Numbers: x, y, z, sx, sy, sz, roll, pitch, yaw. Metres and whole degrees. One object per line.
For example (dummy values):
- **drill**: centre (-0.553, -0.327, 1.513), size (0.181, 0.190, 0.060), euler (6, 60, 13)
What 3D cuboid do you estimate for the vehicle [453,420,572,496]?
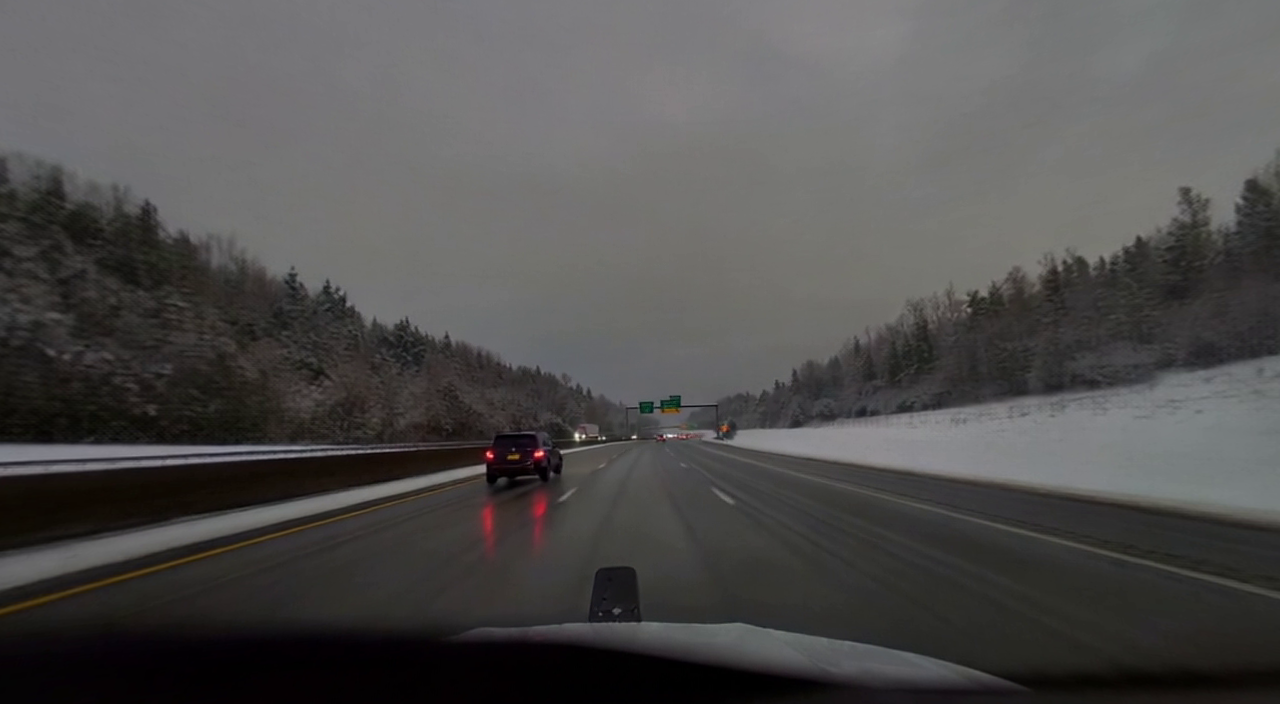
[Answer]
- **vehicle**: centre (-3.006, 2.593, 15.844), size (2.084, 1.654, 4.080), euler (0, -8, 1)
